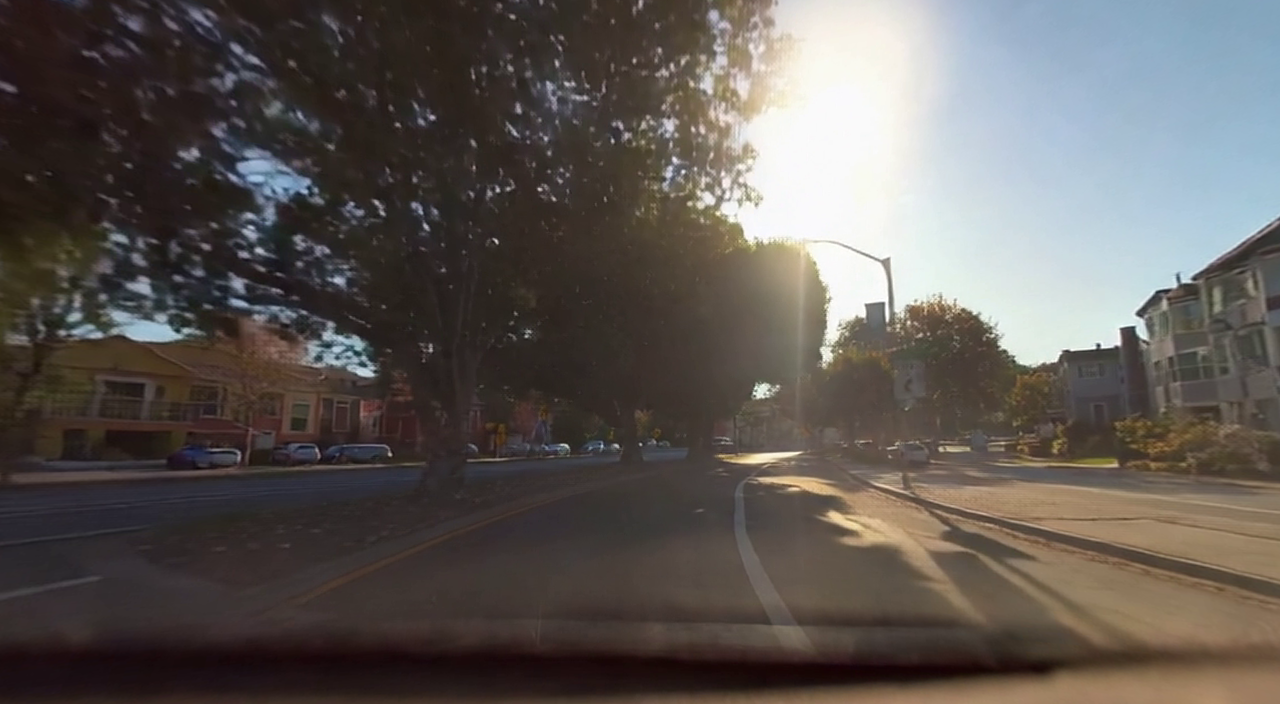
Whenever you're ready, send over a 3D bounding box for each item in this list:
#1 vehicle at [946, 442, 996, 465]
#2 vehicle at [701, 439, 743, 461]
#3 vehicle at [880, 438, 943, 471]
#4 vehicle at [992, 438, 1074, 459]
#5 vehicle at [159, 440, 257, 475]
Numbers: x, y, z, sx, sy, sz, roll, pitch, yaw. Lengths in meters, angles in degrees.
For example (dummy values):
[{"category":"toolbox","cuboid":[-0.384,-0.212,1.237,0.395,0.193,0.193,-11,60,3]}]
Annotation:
[{"category":"vehicle","cuboid":[23.614,7.258,45.285,1.945,1.531,4.589,-2,-9,12]},{"category":"vehicle","cuboid":[6.140,7.224,46.585,2.081,1.489,4.863,-3,-9,19]},{"category":"vehicle","cuboid":[14.936,5.745,35.035,1.988,1.487,4.479,-3,-13,8]},{"category":"vehicle","cuboid":[29.274,7.207,47.215,4.669,1.517,1.993,-2,-9,10]},{"category":"vehicle","cuboid":[-26.294,6.508,38.682,1.958,1.708,4.611,-6,-14,16]}]
